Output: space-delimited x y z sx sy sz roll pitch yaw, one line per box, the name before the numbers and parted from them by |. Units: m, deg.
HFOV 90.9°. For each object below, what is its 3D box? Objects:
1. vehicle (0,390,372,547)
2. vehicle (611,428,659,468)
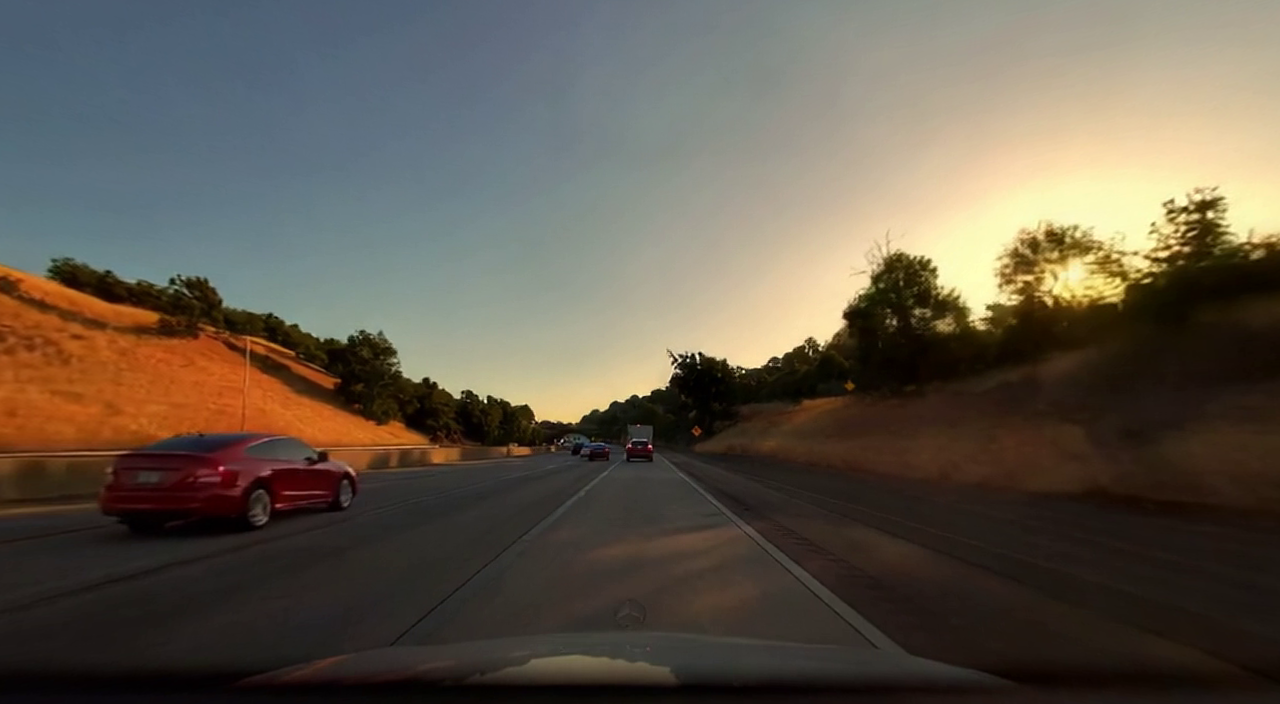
vehicle | -6.997 1.877 10.819 2.323 1.947 5.672 0 -8 0
vehicle | -0.234 4.997 32.849 2.309 1.915 5.130 0 -8 0
